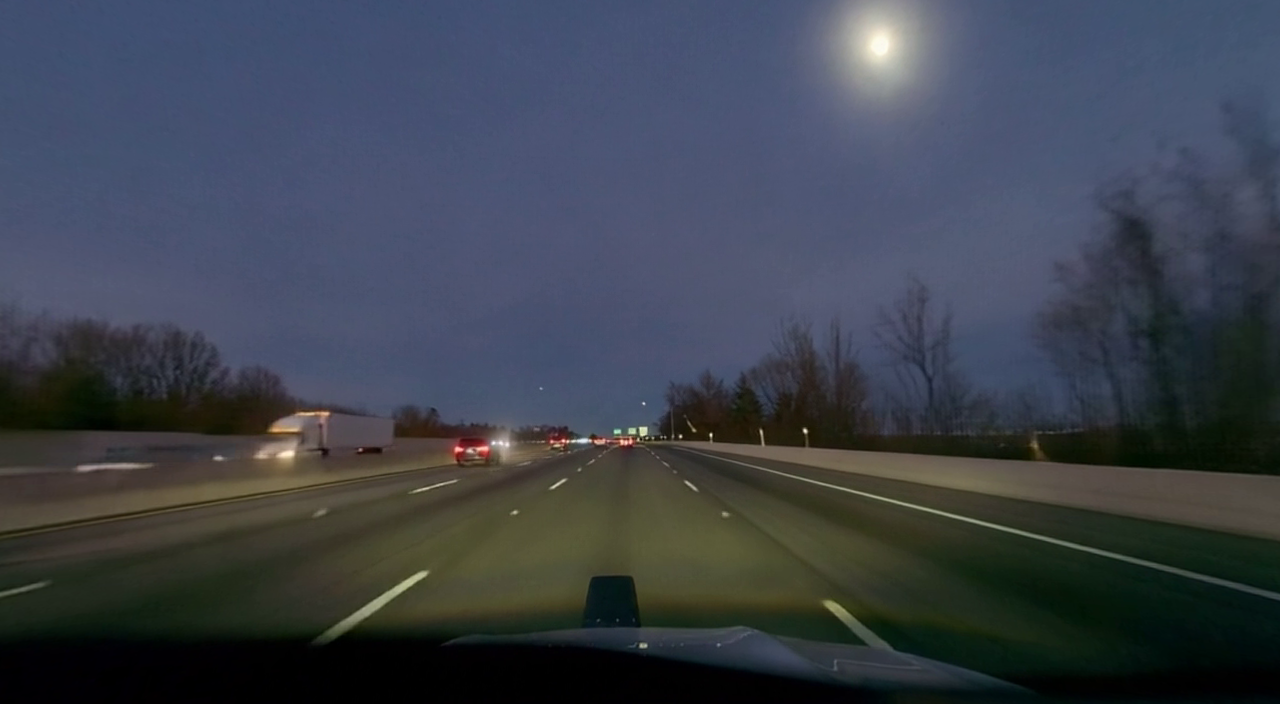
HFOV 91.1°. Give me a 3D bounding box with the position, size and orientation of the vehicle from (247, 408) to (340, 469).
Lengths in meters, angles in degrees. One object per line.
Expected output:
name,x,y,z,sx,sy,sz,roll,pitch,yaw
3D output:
vehicle,-24.144,6.051,44.264,2.958,3.907,6.382,1,-7,-2

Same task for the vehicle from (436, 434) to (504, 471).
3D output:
vehicle,-7.664,4.549,28.722,1.972,1.532,4.222,0,-8,-1

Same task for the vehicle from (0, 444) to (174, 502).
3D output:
vehicle,-16.520,3.555,18.975,1.812,1.519,3.999,0,-8,0
